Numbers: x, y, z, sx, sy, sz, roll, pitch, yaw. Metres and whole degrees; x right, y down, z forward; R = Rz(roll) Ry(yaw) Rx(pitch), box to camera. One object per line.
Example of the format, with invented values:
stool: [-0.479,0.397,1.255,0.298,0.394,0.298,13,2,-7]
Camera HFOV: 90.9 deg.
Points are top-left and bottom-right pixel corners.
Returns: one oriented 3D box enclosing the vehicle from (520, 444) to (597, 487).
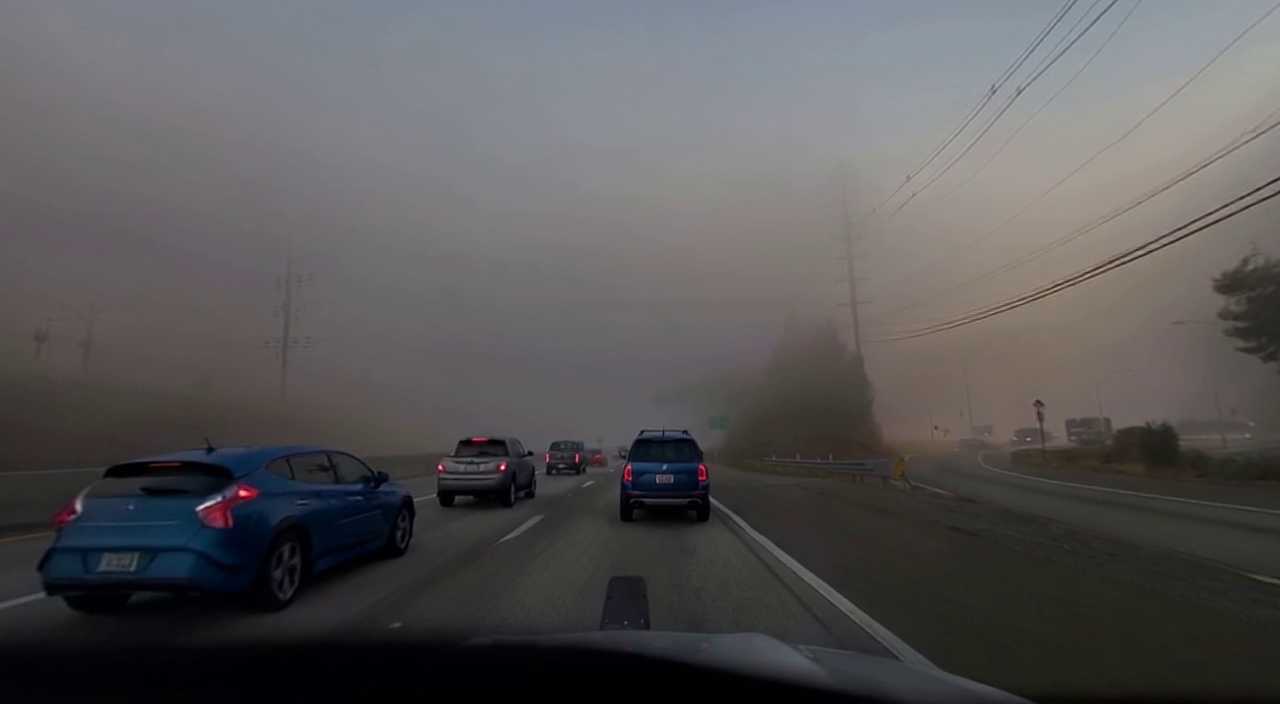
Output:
vehicle: [-2.935,4.190,23.654,2.105,1.436,4.311,-1,-9,3]

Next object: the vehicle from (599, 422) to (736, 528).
vehicle: [0.507,2.295,12.230,2.205,1.691,3.937,0,-9,2]

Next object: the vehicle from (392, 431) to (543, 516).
vehicle: [-3.683,2.678,14.403,2.018,1.621,4.441,-1,-9,2]

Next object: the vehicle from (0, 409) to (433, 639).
vehicle: [-3.822,1.486,6.413,1.999,1.563,4.007,0,-9,1]
